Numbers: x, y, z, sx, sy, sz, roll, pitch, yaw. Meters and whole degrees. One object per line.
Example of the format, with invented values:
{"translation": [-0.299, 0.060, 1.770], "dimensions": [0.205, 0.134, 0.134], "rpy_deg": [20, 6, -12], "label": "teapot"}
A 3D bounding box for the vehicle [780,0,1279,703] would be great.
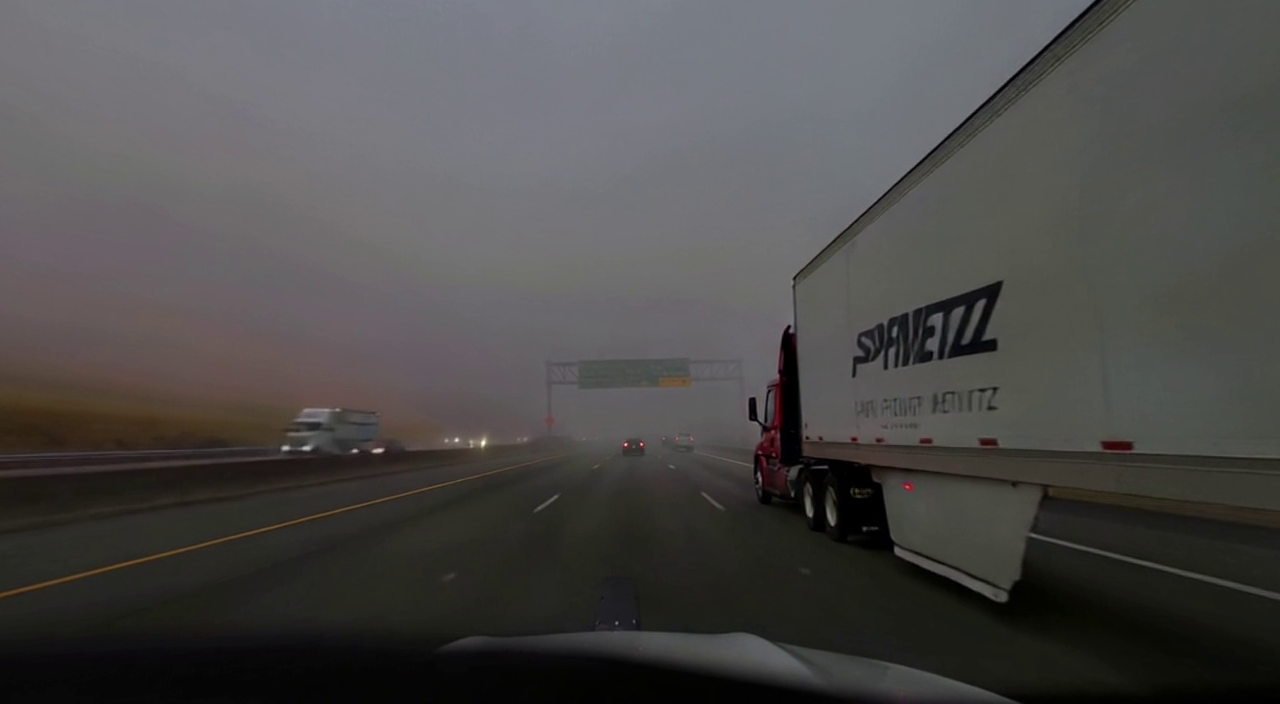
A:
{"translation": [3.756, -0.443, 2.037], "dimensions": [2.976, 4.077, 14.571], "rpy_deg": [0, -8, -1], "label": "vehicle"}

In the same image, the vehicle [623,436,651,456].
{"translation": [-0.233, 7.372, 49.484], "dimensions": [2.140, 1.475, 3.969], "rpy_deg": [0, -8, 0], "label": "vehicle"}

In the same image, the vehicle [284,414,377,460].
{"translation": [-22.305, 6.212, 45.965], "dimensions": [2.663, 3.057, 7.746], "rpy_deg": [-1, -8, 2], "label": "vehicle"}

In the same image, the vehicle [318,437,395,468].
{"translation": [-14.659, 5.193, 32.914], "dimensions": [1.904, 1.518, 4.511], "rpy_deg": [0, -8, 0], "label": "vehicle"}
